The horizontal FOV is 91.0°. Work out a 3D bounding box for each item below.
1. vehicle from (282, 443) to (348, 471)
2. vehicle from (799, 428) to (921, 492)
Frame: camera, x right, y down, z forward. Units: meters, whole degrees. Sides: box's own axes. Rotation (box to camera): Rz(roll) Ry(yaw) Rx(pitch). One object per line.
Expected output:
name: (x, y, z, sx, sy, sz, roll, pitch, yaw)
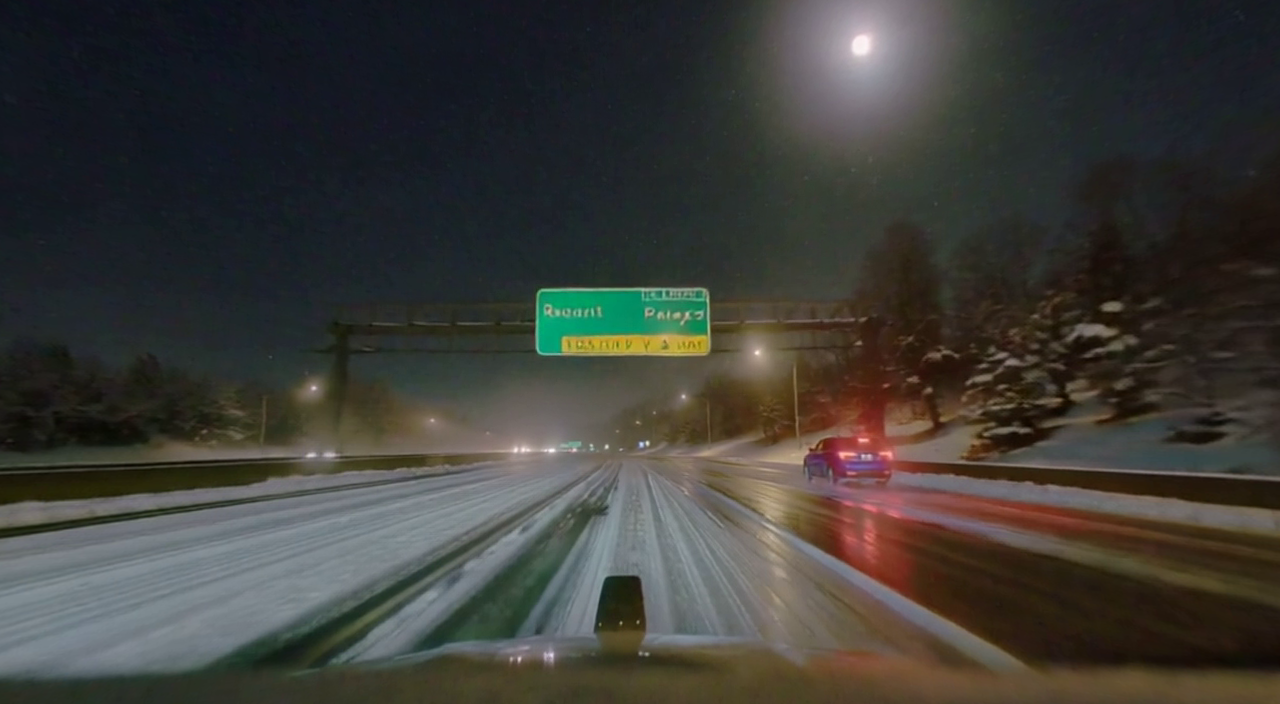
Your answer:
vehicle: (-19.369, 6.271, 37.756, 1.818, 1.544, 4.027, 0, -9, -1)
vehicle: (6.536, 3.263, 19.335, 2.091, 1.711, 4.383, 0, -9, -1)
